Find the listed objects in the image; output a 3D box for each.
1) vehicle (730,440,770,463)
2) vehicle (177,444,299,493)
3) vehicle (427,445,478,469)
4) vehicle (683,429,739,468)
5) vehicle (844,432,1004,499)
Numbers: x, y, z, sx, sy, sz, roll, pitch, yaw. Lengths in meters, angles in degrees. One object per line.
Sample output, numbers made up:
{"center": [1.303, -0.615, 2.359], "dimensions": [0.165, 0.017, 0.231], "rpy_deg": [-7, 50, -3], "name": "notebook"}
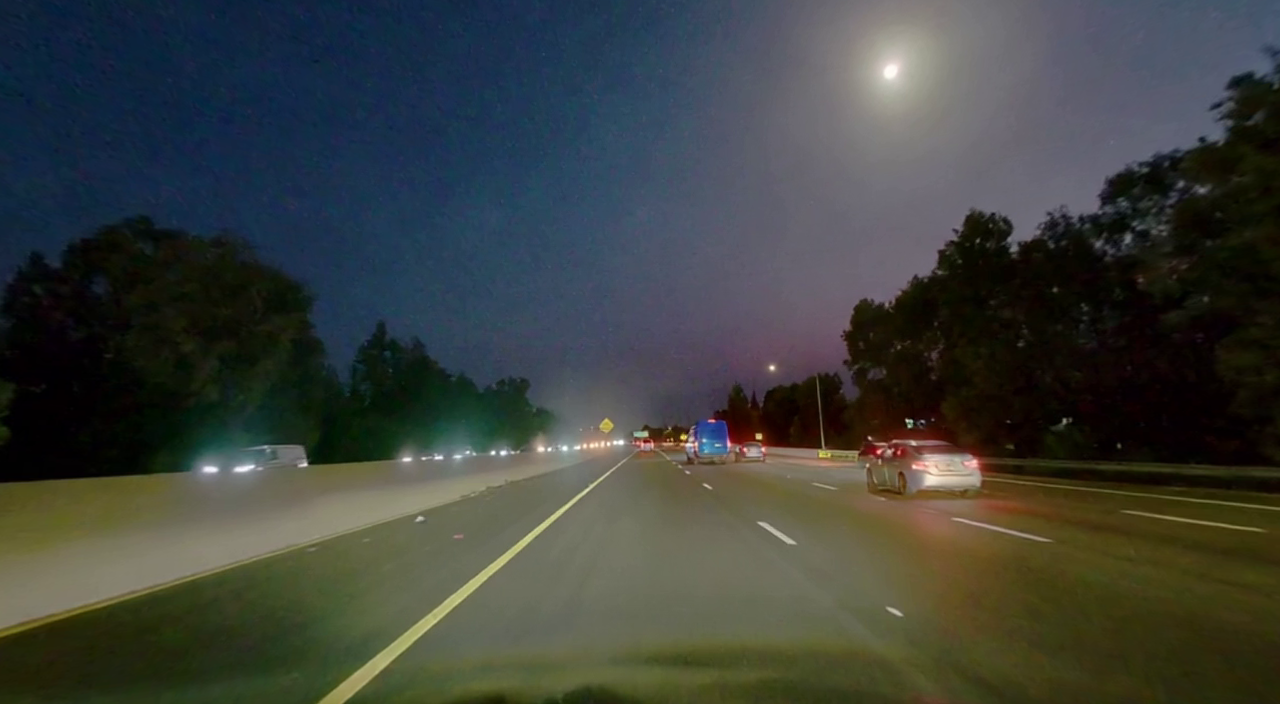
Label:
{"center": [7.680, 6.971, 44.161], "dimensions": [2.099, 1.510, 3.784], "rpy_deg": [0, -8, -1], "name": "vehicle"}
{"center": [-18.529, 5.354, 29.319], "dimensions": [2.390, 1.916, 5.057], "rpy_deg": [-4, -8, 0], "name": "vehicle"}
{"center": [-13.588, 7.635, 45.811], "dimensions": [2.213, 1.636, 4.641], "rpy_deg": [-1, -8, 1], "name": "vehicle"}
{"center": [4.129, 5.725, 37.427], "dimensions": [2.546, 2.087, 5.404], "rpy_deg": [0, -8, -2], "name": "vehicle"}
{"center": [7.335, 2.975, 16.942], "dimensions": [2.003, 1.517, 4.936], "rpy_deg": [0, -8, 0], "name": "vehicle"}
